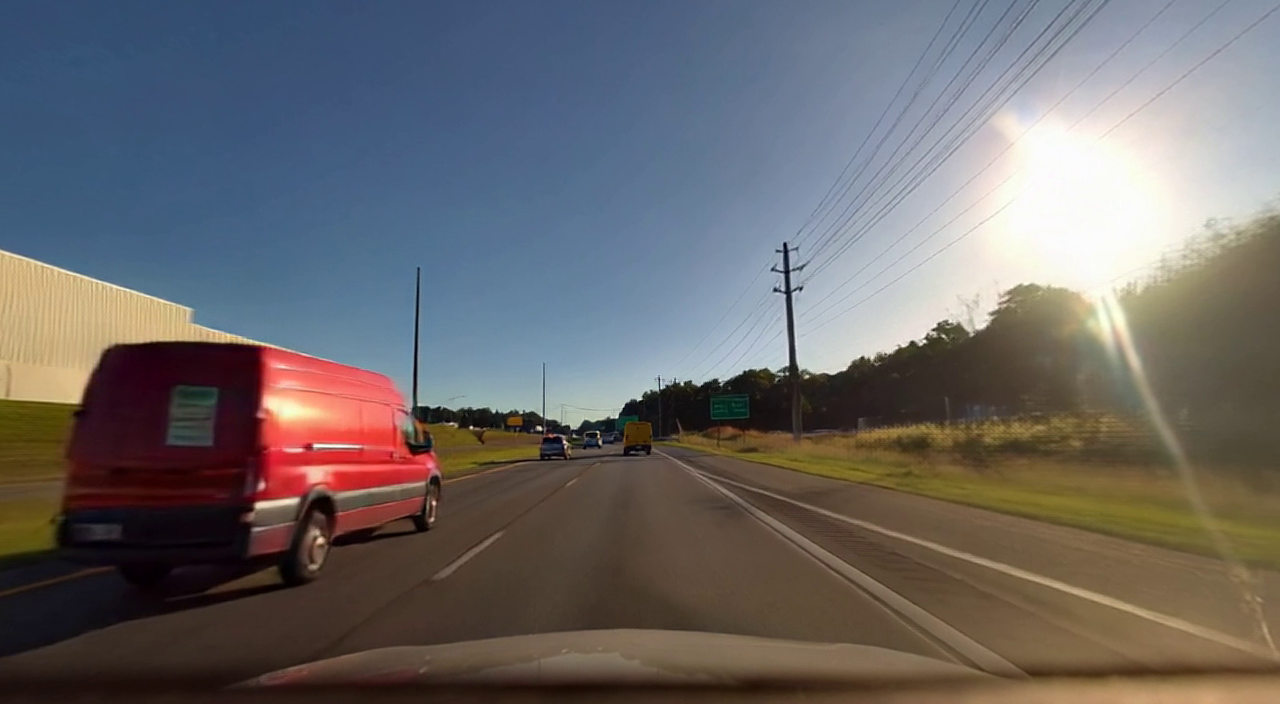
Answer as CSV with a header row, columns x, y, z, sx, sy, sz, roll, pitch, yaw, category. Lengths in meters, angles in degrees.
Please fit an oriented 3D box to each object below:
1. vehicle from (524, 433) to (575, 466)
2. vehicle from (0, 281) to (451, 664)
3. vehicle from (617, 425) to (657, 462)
x,y,z,sx,sy,sz,roll,pitch,yaw,category
-4.588,4.970,32.394,2.058,1.557,4.125,0,-8,0,vehicle
-4.144,1.109,6.882,2.388,2.410,5.787,0,-8,-1,vehicle
-0.196,5.342,36.913,2.213,1.997,4.456,0,-8,-1,vehicle
